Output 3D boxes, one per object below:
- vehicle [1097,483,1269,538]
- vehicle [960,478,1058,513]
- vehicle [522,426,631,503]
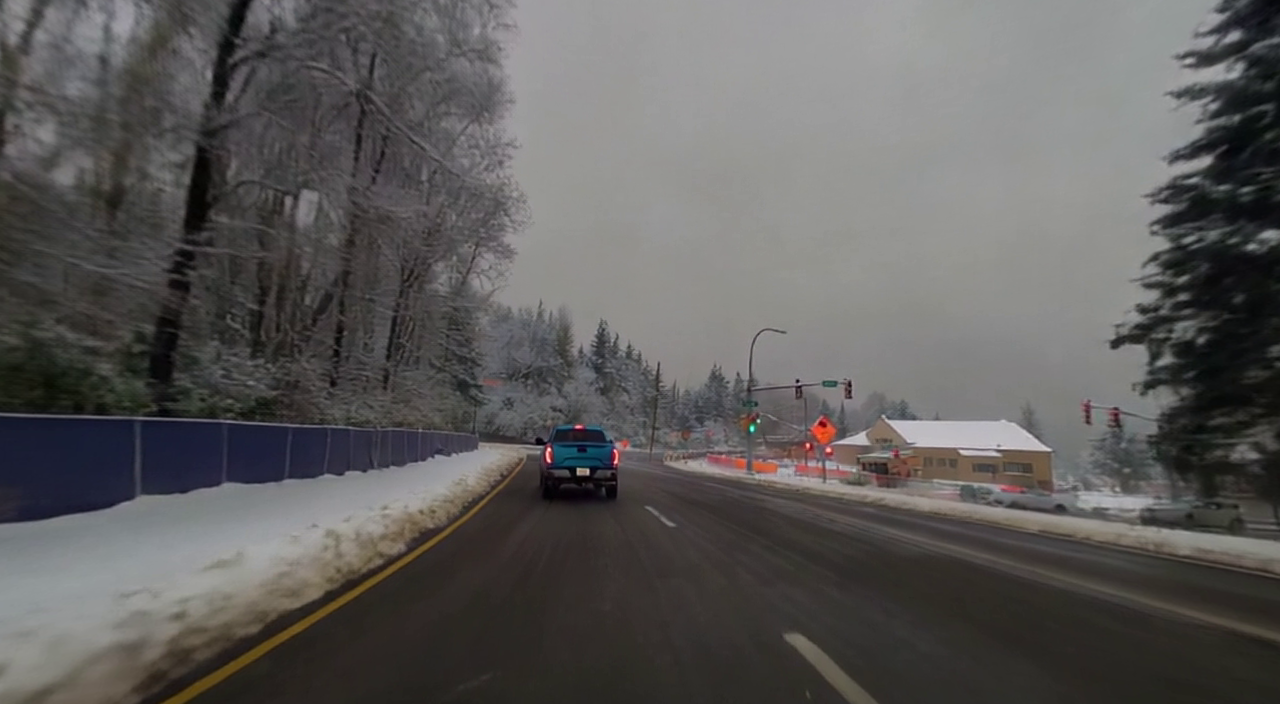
[{"bbox_3d":[19.554,5.710,23.054,1.884,1.622,4.485,3,-10,-9],"label":"vehicle"},{"bbox_3d":[18.460,7.170,31.804,1.808,1.467,4.360,3,-10,-10],"label":"vehicle"},{"bbox_3d":[-1.617,2.921,16.877,2.436,1.698,5.322,0,-8,-4],"label":"vehicle"}]
